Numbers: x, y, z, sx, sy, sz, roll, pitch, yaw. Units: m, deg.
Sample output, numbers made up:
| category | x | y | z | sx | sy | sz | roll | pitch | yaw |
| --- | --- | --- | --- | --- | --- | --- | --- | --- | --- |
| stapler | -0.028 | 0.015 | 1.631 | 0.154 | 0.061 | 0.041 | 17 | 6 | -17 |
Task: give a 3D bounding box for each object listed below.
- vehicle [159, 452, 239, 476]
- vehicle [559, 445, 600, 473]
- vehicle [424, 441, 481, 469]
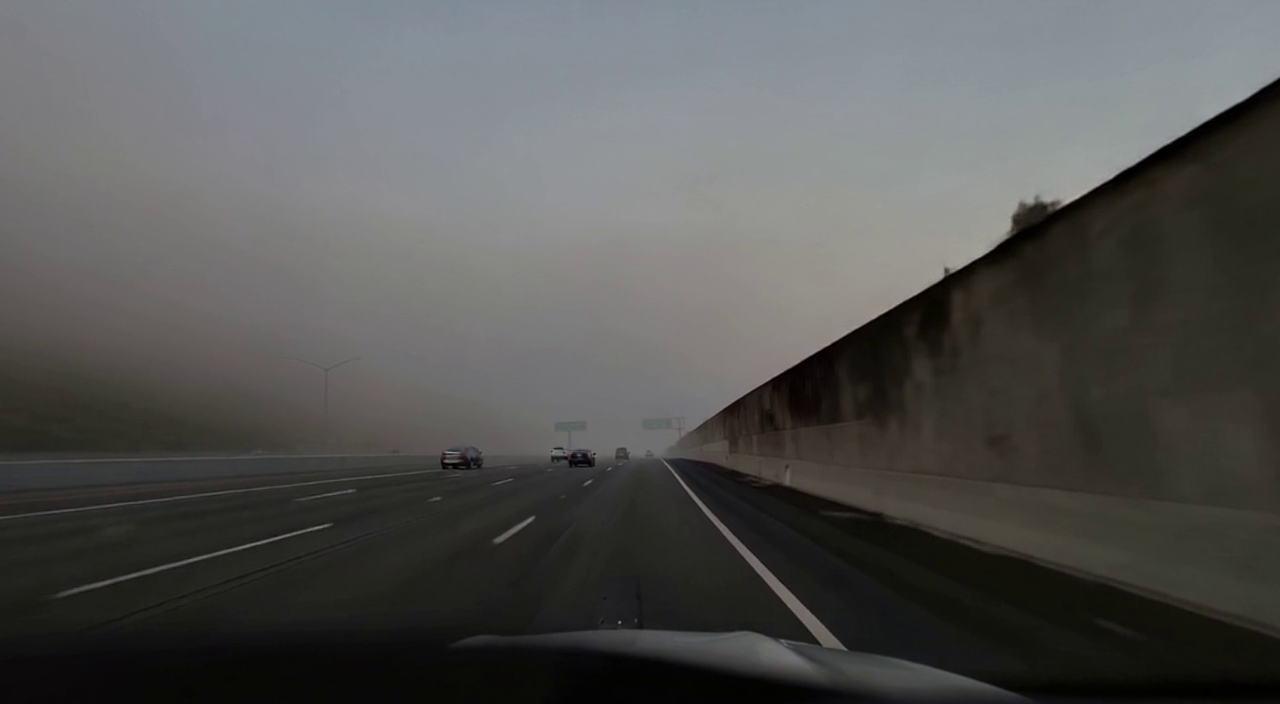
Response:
| category | x | y | z | sx | sy | sz | roll | pitch | yaw |
| --- | --- | --- | --- | --- | --- | --- | --- | --- | --- |
| vehicle | -29.566 | 7.477 | 42.551 | 1.908 | 1.464 | 4.735 | 0 | -8 | 1 |
| vehicle | -3.468 | 6.202 | 36.896 | 1.931 | 1.492 | 4.076 | 0 | -8 | 1 |
| vehicle | -12.397 | 6.817 | 42.071 | 2.076 | 1.766 | 4.831 | 0 | -8 | 3 |
